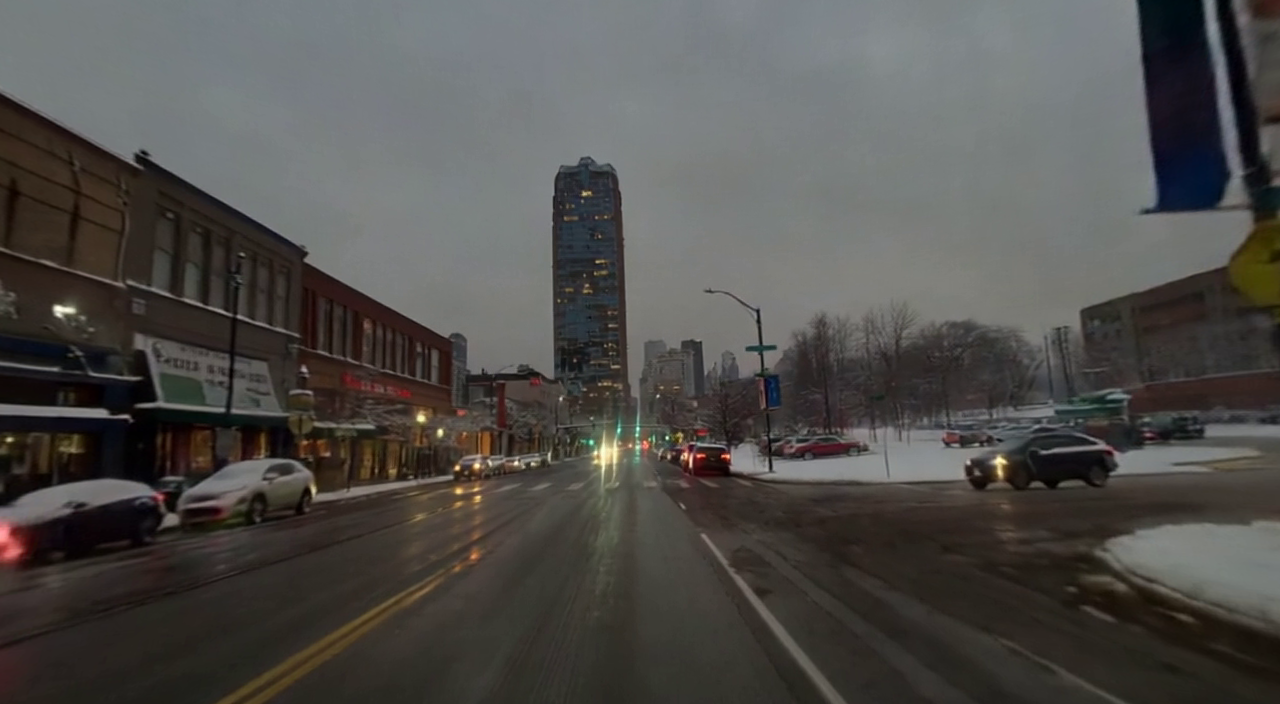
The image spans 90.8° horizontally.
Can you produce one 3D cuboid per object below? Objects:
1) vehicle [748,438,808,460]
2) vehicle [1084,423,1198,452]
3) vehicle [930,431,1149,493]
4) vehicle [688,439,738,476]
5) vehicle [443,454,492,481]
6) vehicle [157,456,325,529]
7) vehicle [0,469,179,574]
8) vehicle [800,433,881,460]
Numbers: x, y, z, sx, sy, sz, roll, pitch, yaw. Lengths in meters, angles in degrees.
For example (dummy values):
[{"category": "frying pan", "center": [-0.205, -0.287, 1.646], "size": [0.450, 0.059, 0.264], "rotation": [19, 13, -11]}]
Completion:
[{"category": "vehicle", "center": [10.301, 7.253, 47.275], "size": [4.018, 1.645, 1.875], "rotation": [0, -8, -3]}, {"category": "vehicle", "center": [27.157, 4.649, 34.347], "size": [4.472, 1.500, 1.837], "rotation": [-1, -8, 3]}, {"category": "vehicle", "center": [10.679, 2.945, 17.140], "size": [4.611, 1.494, 1.982], "rotation": [0, -8, -4]}, {"category": "vehicle", "center": [3.706, 5.434, 32.892], "size": [2.118, 1.779, 5.121], "rotation": [-1, -8, 2]}, {"category": "vehicle", "center": [-11.118, 7.464, 41.041], "size": [2.018, 1.553, 4.407], "rotation": [0, -8, -1]}, {"category": "vehicle", "center": [-11.008, 3.848, 17.864], "size": [1.943, 1.713, 4.153], "rotation": [-1, -8, 2]}, {"category": "vehicle", "center": [-11.075, 3.197, 12.346], "size": [1.586, 1.397, 3.473], "rotation": [-3, -5, 0]}, {"category": "vehicle", "center": [13.457, 6.346, 42.572], "size": [4.732, 1.746, 2.141], "rotation": [0, -8, 0]}]
